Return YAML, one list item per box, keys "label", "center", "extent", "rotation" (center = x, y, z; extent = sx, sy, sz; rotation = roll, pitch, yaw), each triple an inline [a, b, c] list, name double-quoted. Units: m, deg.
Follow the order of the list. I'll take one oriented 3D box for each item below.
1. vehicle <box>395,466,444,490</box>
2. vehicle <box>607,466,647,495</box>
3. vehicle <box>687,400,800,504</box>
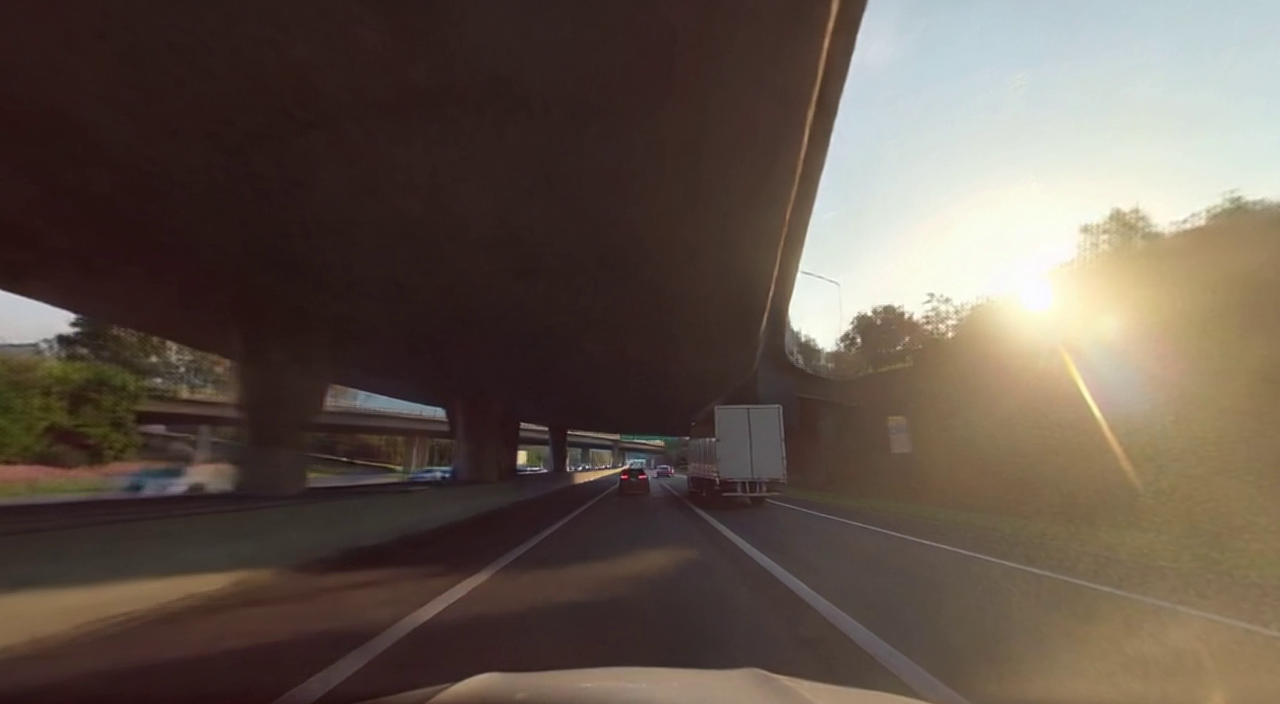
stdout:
- label: "vehicle"
  center: [-15.799, 9.038, 45.393]
  extent: [1.886, 1.594, 4.184]
  rotation: [1, -10, 1]
- label: "vehicle"
  center: [-0.677, 6.966, 34.352]
  extent: [2.010, 1.436, 3.973]
  rotation: [1, -10, 0]
- label: "vehicle"
  center: [4.581, 5.233, 31.976]
  extent: [3.218, 4.001, 14.492]
  rotation: [1, -10, 0]
